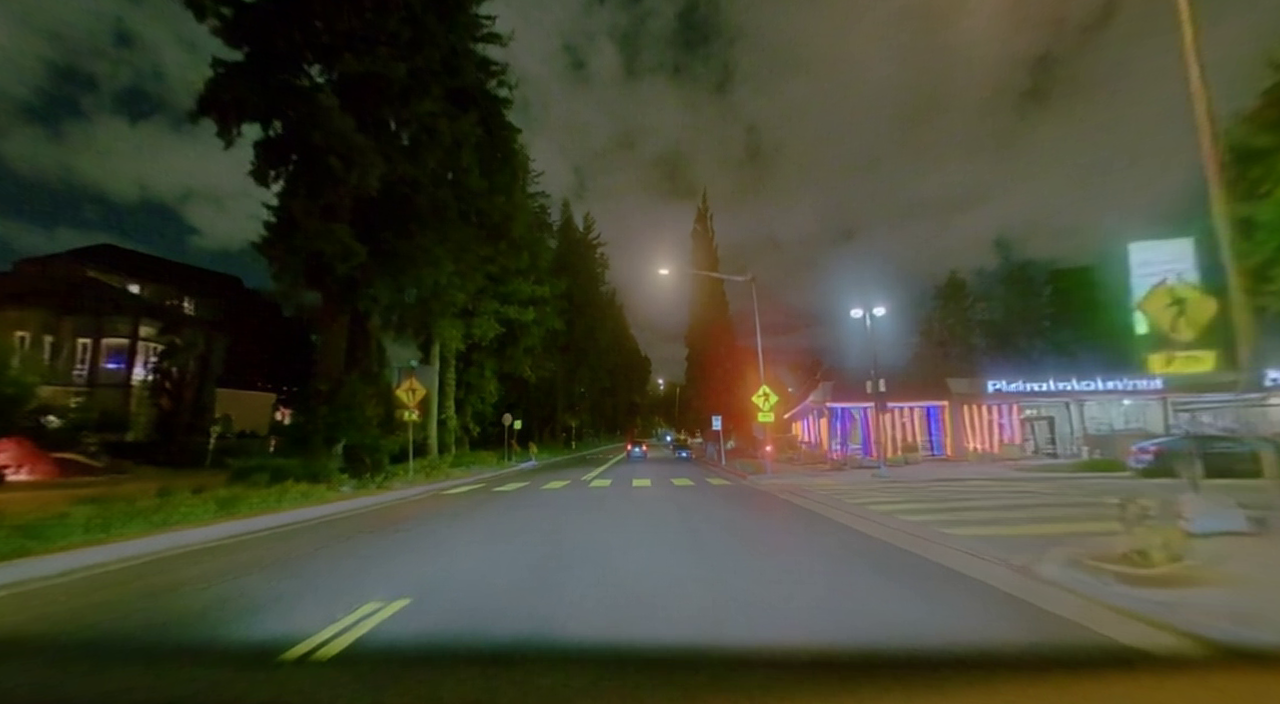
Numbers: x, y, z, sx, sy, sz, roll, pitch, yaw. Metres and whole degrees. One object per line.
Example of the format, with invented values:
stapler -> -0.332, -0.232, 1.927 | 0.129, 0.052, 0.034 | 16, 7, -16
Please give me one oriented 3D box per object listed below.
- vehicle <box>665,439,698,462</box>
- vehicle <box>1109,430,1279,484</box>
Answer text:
vehicle -> 2.985, 7.147, 45.916 | 2.152, 1.527, 4.010 | 0, -9, 0
vehicle -> 16.693, 2.996, 18.193 | 4.563, 1.457, 2.139 | -1, -8, 6
